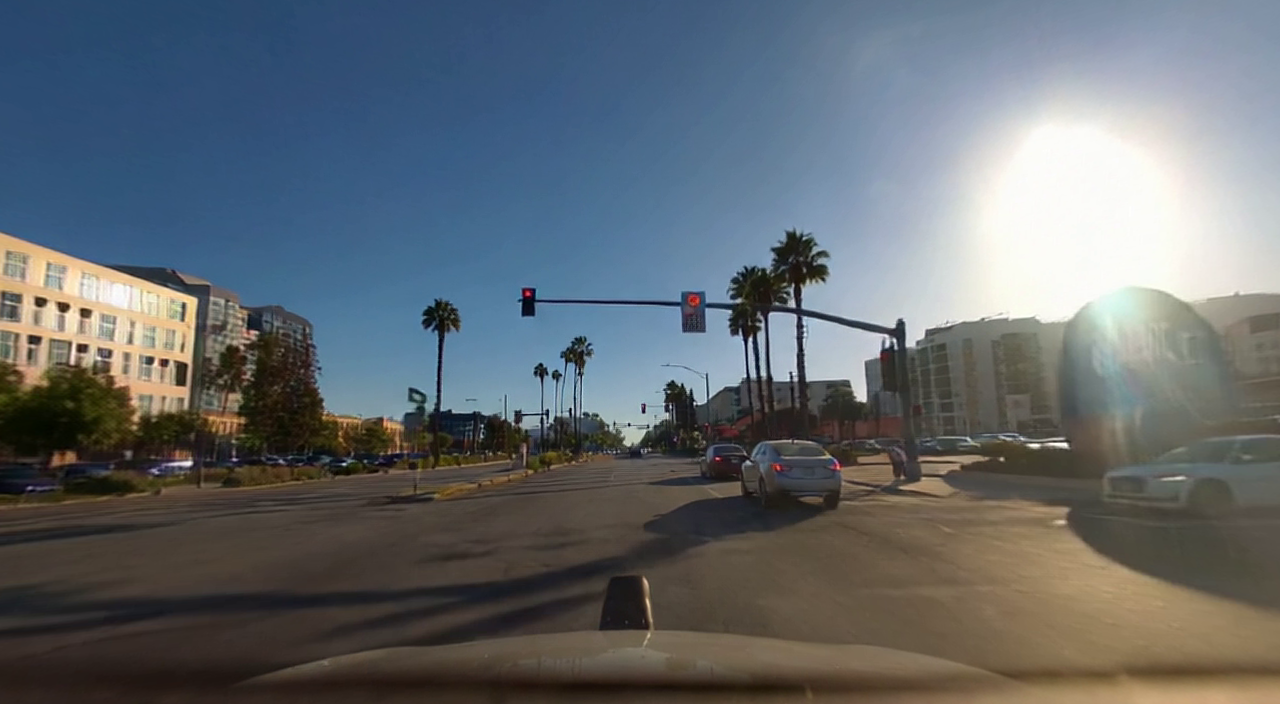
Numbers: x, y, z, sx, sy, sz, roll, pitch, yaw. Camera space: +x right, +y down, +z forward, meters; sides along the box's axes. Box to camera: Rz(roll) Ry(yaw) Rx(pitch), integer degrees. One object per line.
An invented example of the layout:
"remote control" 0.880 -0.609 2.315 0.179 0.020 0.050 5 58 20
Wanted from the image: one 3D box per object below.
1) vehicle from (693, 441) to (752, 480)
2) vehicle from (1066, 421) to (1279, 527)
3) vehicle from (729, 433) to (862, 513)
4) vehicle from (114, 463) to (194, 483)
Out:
"vehicle" 3.372 4.541 26.655 1.870 1.467 4.800 0 -8 0
"vehicle" 10.547 2.089 11.114 4.448 1.640 2.160 0 -8 0
"vehicle" 3.329 2.663 14.365 1.931 1.534 4.126 0 -8 0
"vehicle" -38.033 9.458 49.384 4.648 1.484 1.908 0 -9 0
